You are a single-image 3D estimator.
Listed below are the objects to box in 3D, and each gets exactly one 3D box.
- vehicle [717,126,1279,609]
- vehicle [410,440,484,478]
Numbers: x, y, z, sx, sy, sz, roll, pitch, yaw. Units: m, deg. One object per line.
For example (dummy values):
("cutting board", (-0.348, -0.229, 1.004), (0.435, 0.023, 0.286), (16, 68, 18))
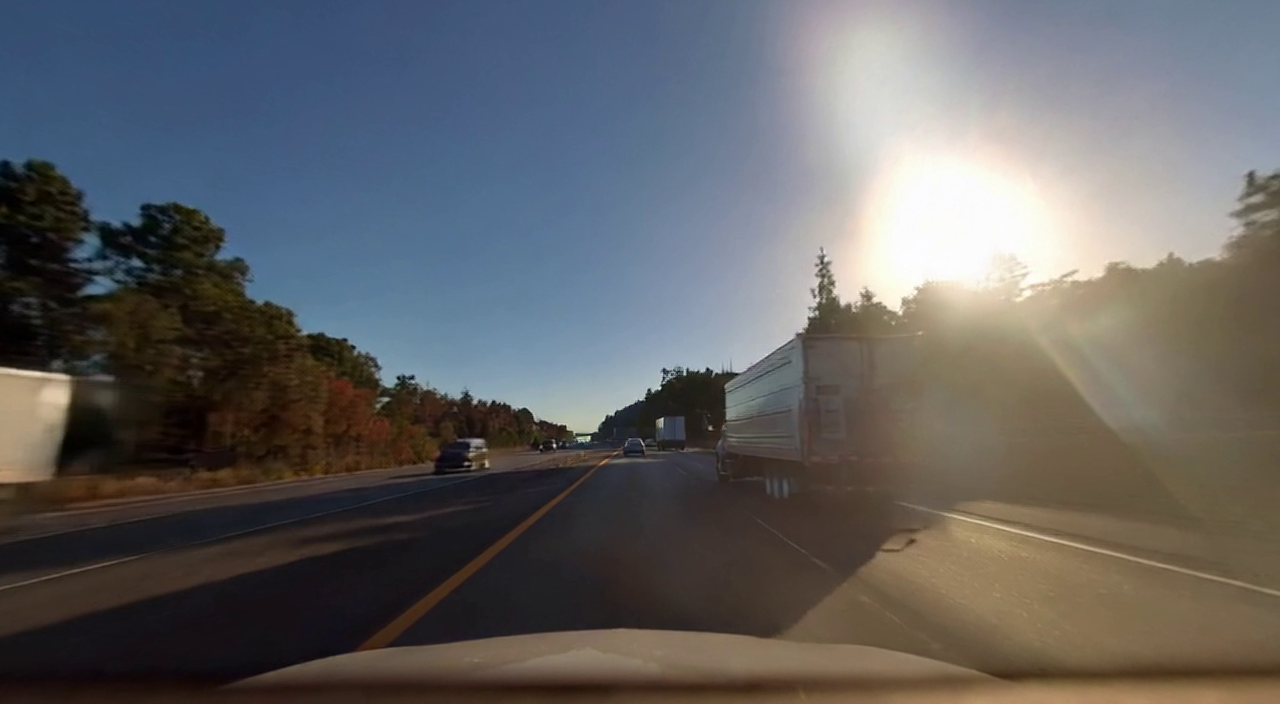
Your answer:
("vehicle", (3.904, 0.960, 12.090), (2.919, 4.004, 13.911), (0, -8, -1))
("vehicle", (-8.200, 4.550, 27.108), (1.912, 1.506, 3.878), (0, -8, 0))
